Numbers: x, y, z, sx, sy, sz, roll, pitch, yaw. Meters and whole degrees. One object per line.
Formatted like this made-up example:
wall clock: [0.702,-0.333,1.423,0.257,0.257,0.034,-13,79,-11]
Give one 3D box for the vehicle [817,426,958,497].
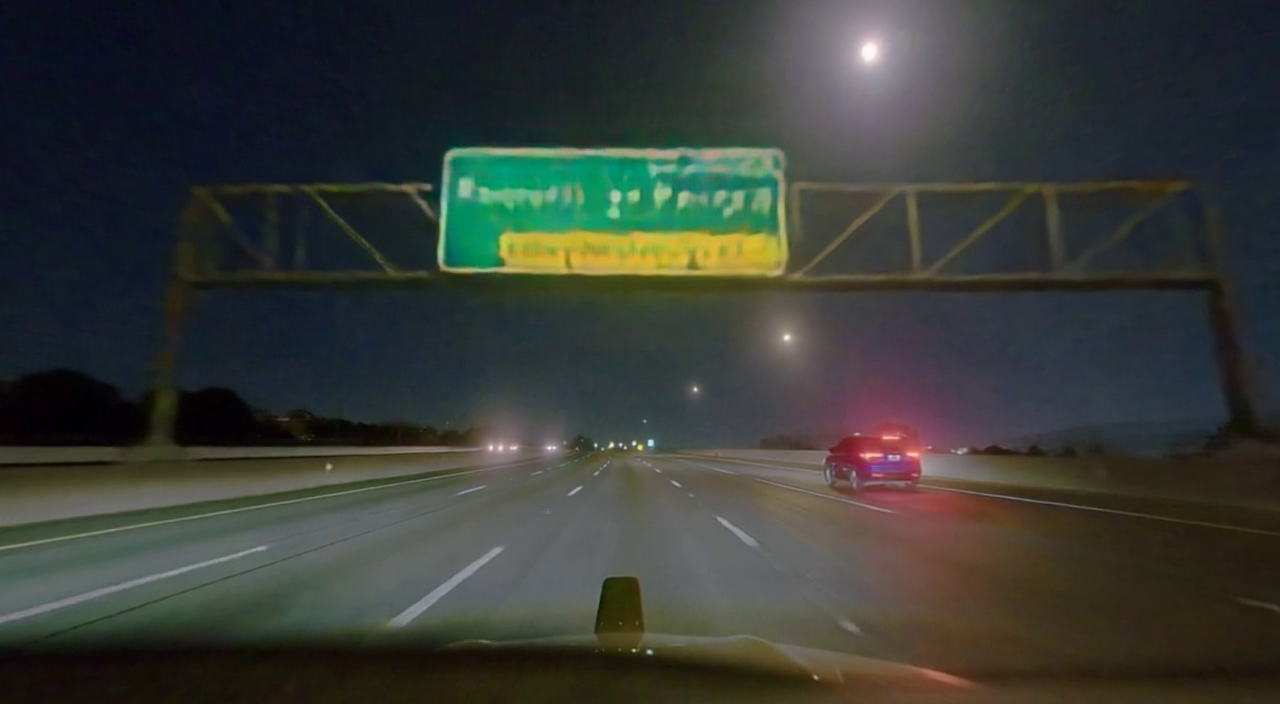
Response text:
vehicle: [6.716,3.023,17.726,2.091,1.711,4.383,0,-9,-1]
